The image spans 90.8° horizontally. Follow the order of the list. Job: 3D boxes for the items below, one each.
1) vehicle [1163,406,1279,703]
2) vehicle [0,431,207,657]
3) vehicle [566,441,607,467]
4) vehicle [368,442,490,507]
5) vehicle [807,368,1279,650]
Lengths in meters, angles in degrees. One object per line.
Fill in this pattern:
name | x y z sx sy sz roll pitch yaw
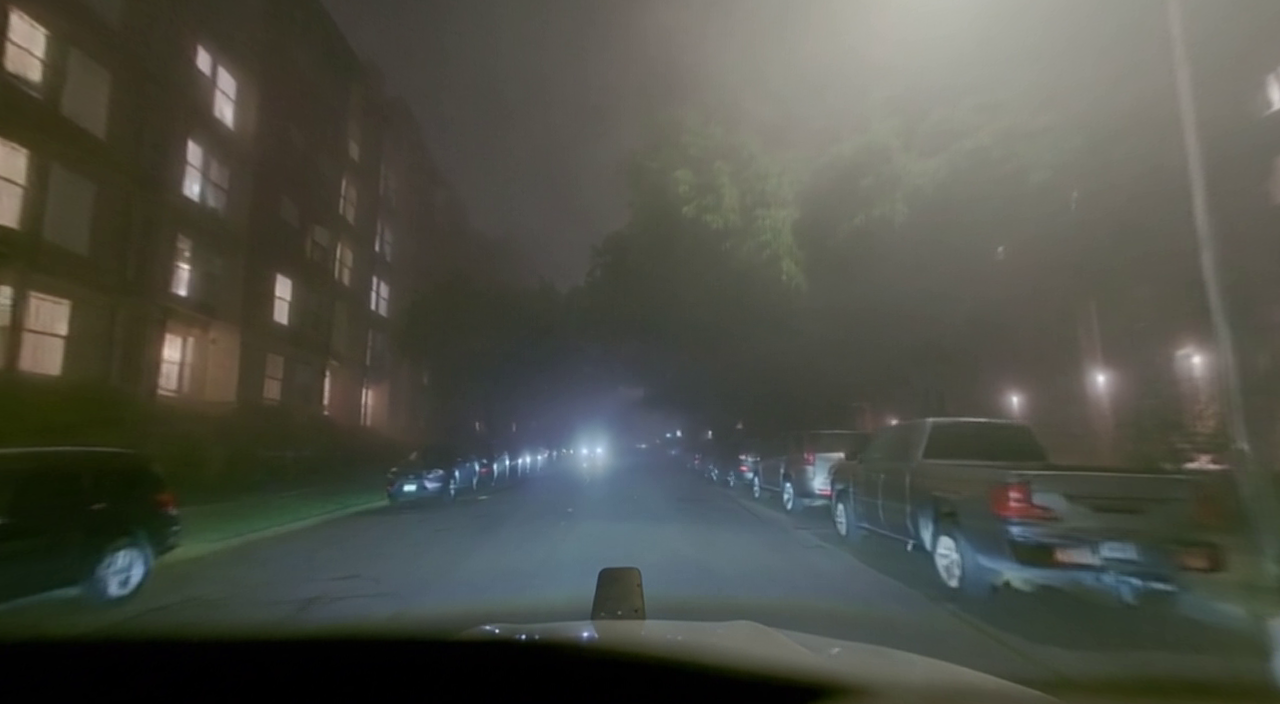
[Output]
vehicle | 3.707 0.748 1.018 1.740 1.527 4.602 0 -8 -1
vehicle | -5.117 1.323 4.458 1.628 1.504 3.500 0 -8 0
vehicle | -3.191 6.210 38.573 1.939 1.504 4.121 -1 -8 3
vehicle | -5.450 3.178 16.951 1.647 1.481 4.433 0 -8 1
vehicle | 3.391 1.367 6.630 1.835 1.809 4.997 0 -8 -1
